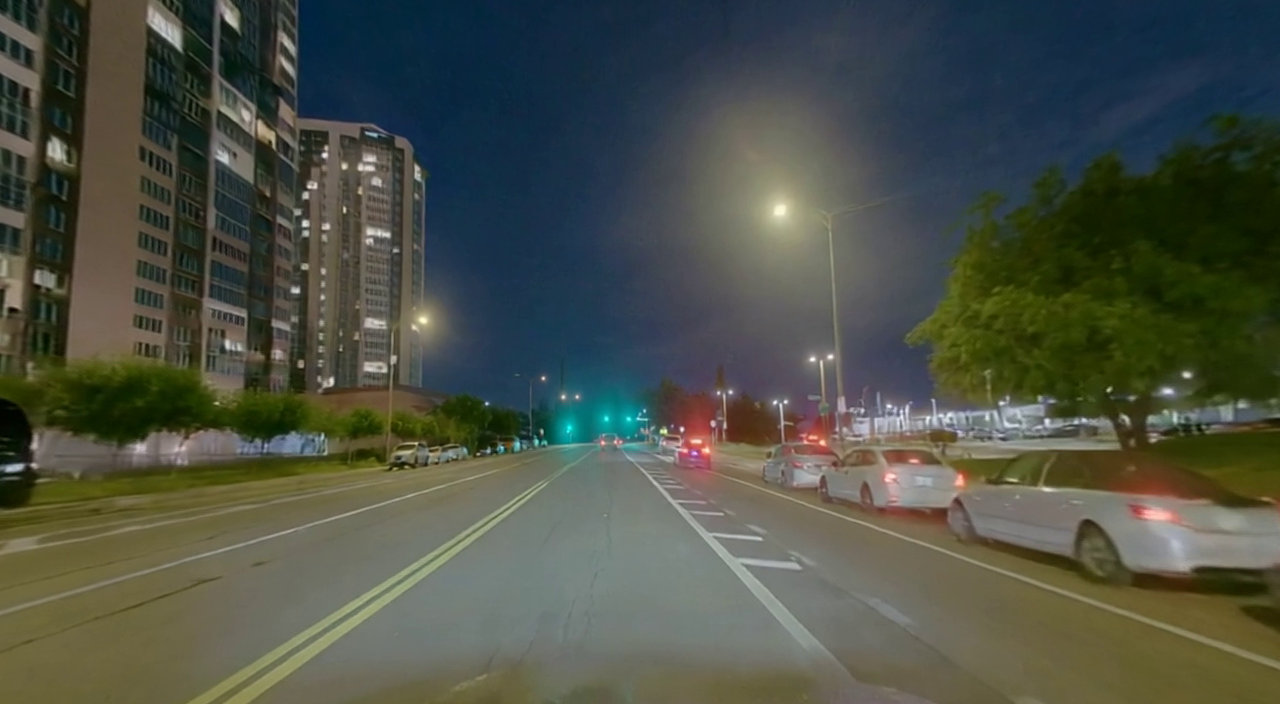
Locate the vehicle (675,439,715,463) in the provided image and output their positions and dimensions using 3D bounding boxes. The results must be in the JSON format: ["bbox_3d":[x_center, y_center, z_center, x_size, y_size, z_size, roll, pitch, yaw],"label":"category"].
[{"bbox_3d":[3.546,6.483,41.657,2.085,1.466,4.276,0,-8,-3],"label":"vehicle"}]

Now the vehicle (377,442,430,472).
[{"bbox_3d":[-14.400,6.367,38.705,1.908,1.694,4.306,1,-8,-5],"label":"vehicle"}]

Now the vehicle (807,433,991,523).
[{"bbox_3d":[4.866,2.390,12.616,1.797,1.486,4.154,0,-8,-2],"label":"vehicle"}]

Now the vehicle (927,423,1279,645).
[{"bbox_3d":[5.122,1.574,6.674,2.049,1.507,4.585,0,-8,0],"label":"vehicle"}]
